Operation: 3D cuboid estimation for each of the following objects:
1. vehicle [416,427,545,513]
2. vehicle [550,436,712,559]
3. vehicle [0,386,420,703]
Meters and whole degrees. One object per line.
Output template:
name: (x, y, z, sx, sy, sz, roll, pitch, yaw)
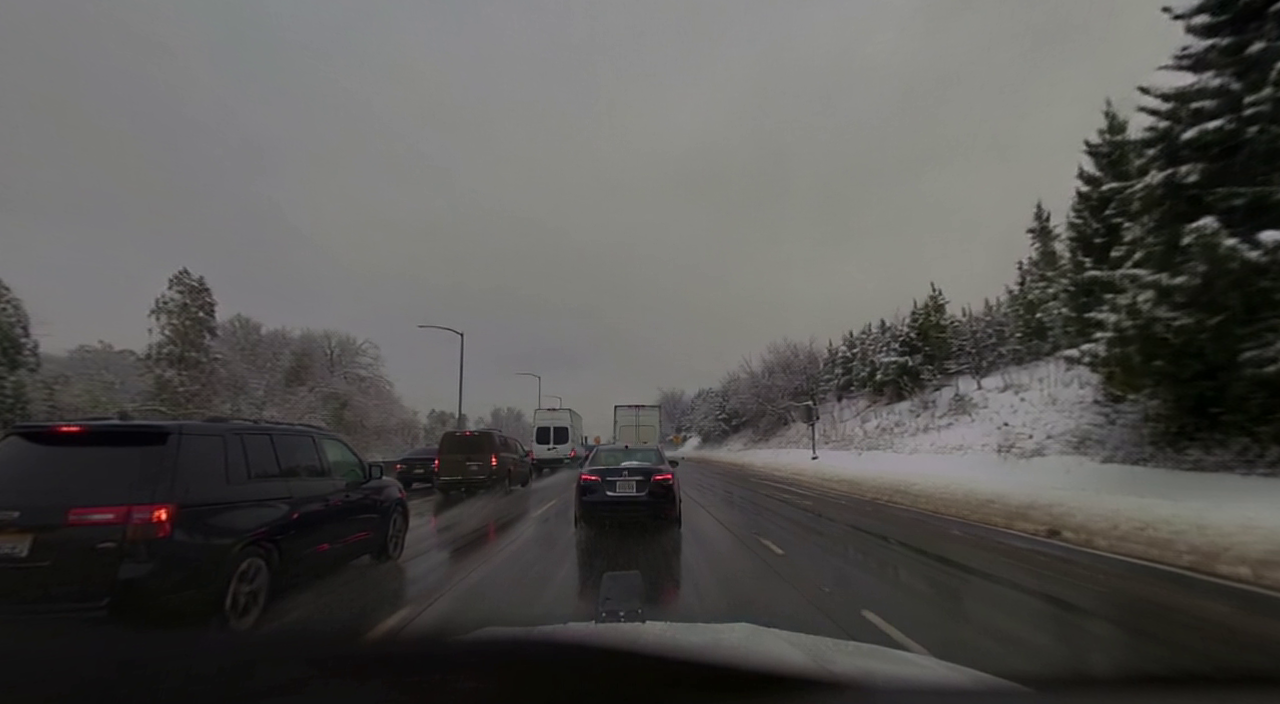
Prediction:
vehicle: (-3.943, 3.019, 16.598, 2.055, 1.913, 4.584, -1, -9, 2)
vehicle: (-0.119, 2.070, 9.570, 1.995, 1.495, 3.380, 0, -9, 0)
vehicle: (-3.677, 1.342, 5.329, 2.029, 1.656, 4.437, -1, -9, 0)
